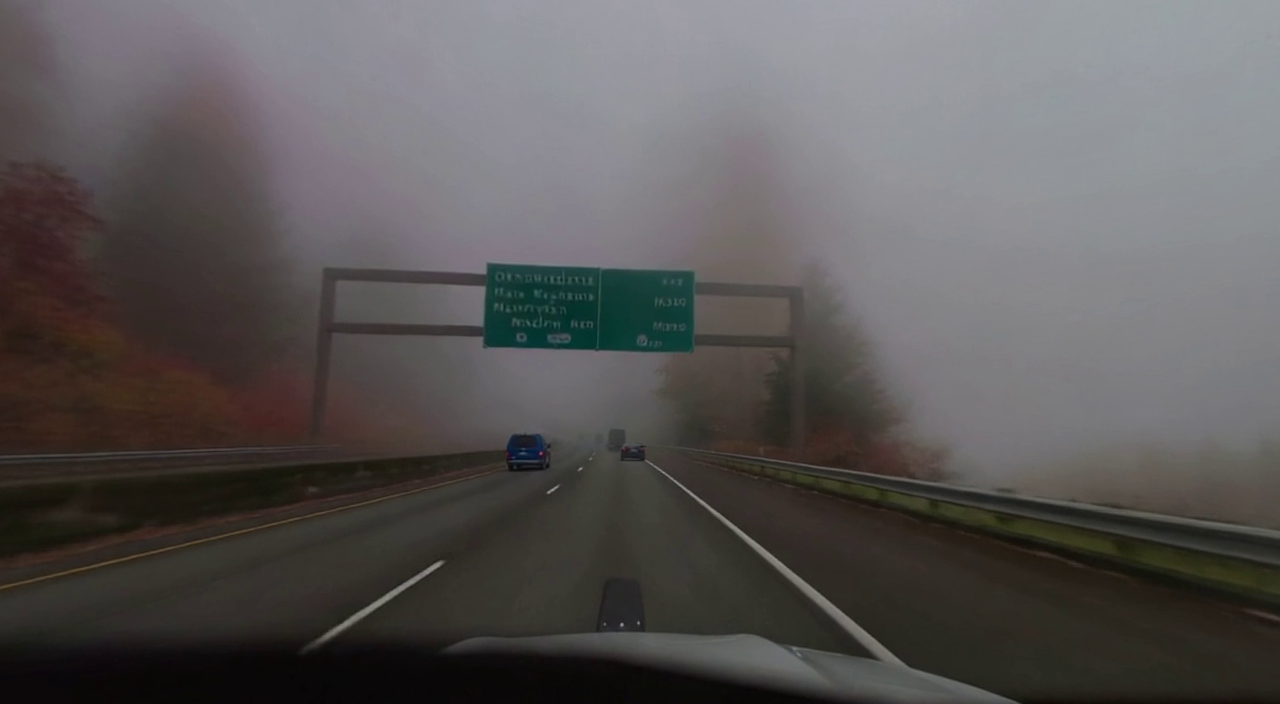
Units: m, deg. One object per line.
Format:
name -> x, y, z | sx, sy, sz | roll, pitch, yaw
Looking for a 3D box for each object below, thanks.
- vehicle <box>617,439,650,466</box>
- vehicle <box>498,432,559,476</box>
vehicle -> -0.433, 6.045, 38.018 | 1.939, 1.497, 3.863 | 0, -8, -2
vehicle -> -4.753, 4.405, 27.423 | 1.924, 1.720, 4.195 | 0, -8, -1
